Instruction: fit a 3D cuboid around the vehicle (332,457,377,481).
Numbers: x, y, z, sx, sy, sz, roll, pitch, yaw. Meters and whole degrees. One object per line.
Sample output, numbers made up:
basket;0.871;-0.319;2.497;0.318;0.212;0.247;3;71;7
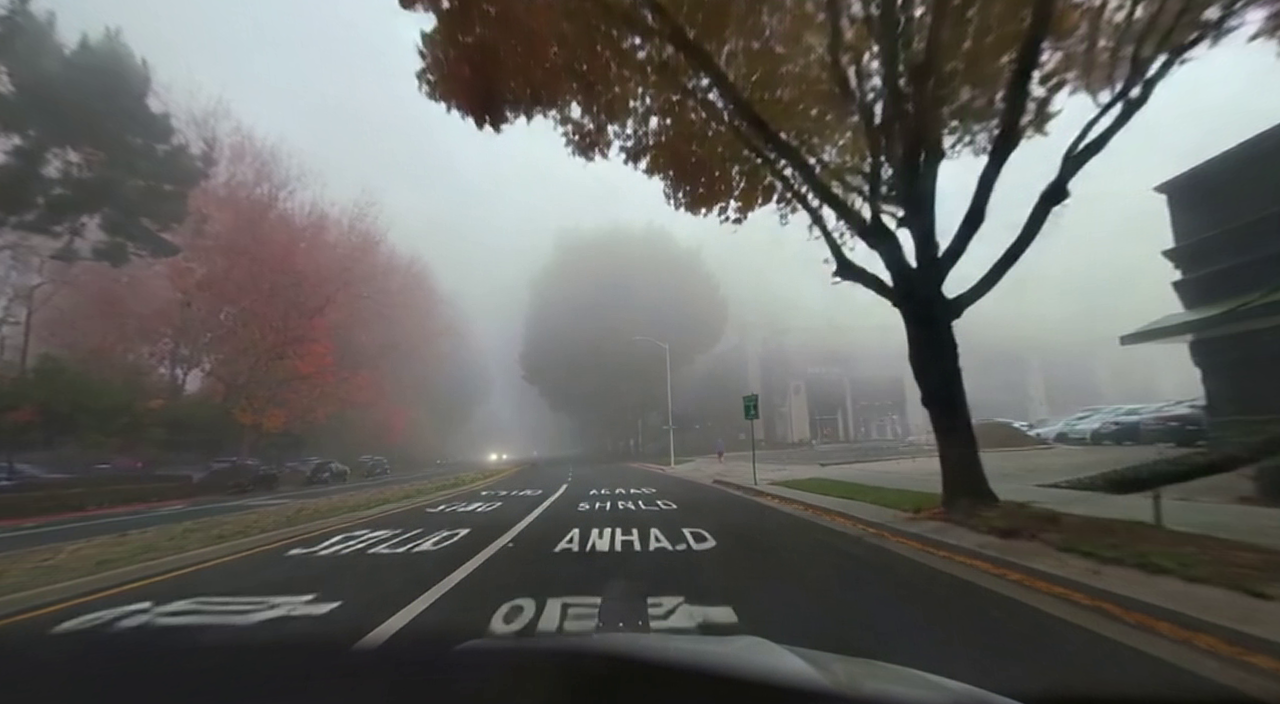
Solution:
vehicle;-21.275;8.720;46.959;1.896;1.495;4.108;-4;-9;-7

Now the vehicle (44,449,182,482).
vehicle;-30.455;6.584;36.455;5.746;1.807;2.140;1;-9;-6

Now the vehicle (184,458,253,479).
vehicle;-31.723;8.760;47.331;3.852;1.494;1.817;1;-9;-4

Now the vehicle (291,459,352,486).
vehicle;-20.518;7.752;40.632;1.887;1.490;4.432;1;-9;-4

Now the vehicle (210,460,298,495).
vehicle;-19.582;6.355;32.069;1.956;1.550;4.375;1;-9;-4

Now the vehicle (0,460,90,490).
vehicle;-30.055;6.099;31.187;3.598;1.407;1.740;1;-9;-5
